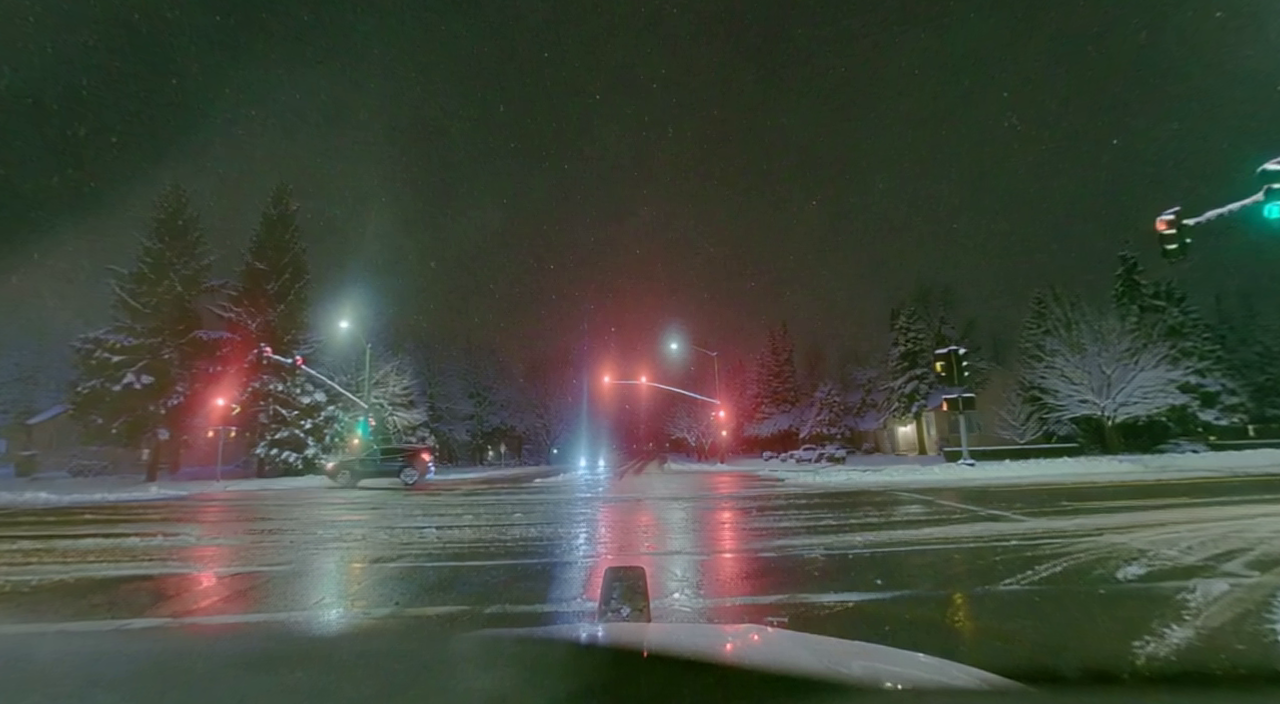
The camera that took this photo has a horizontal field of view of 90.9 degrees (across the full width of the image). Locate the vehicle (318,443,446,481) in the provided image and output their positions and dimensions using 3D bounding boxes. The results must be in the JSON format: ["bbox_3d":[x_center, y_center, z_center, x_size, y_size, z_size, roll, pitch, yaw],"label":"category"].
[{"bbox_3d":[-13.586,5.809,33.423,5.762,1.886,2.241,0,-8,2],"label":"vehicle"}]

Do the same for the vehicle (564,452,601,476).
[{"bbox_3d":[-4.475,8.834,49.824,2.030,1.704,4.205,-1,-8,7],"label":"vehicle"}]
